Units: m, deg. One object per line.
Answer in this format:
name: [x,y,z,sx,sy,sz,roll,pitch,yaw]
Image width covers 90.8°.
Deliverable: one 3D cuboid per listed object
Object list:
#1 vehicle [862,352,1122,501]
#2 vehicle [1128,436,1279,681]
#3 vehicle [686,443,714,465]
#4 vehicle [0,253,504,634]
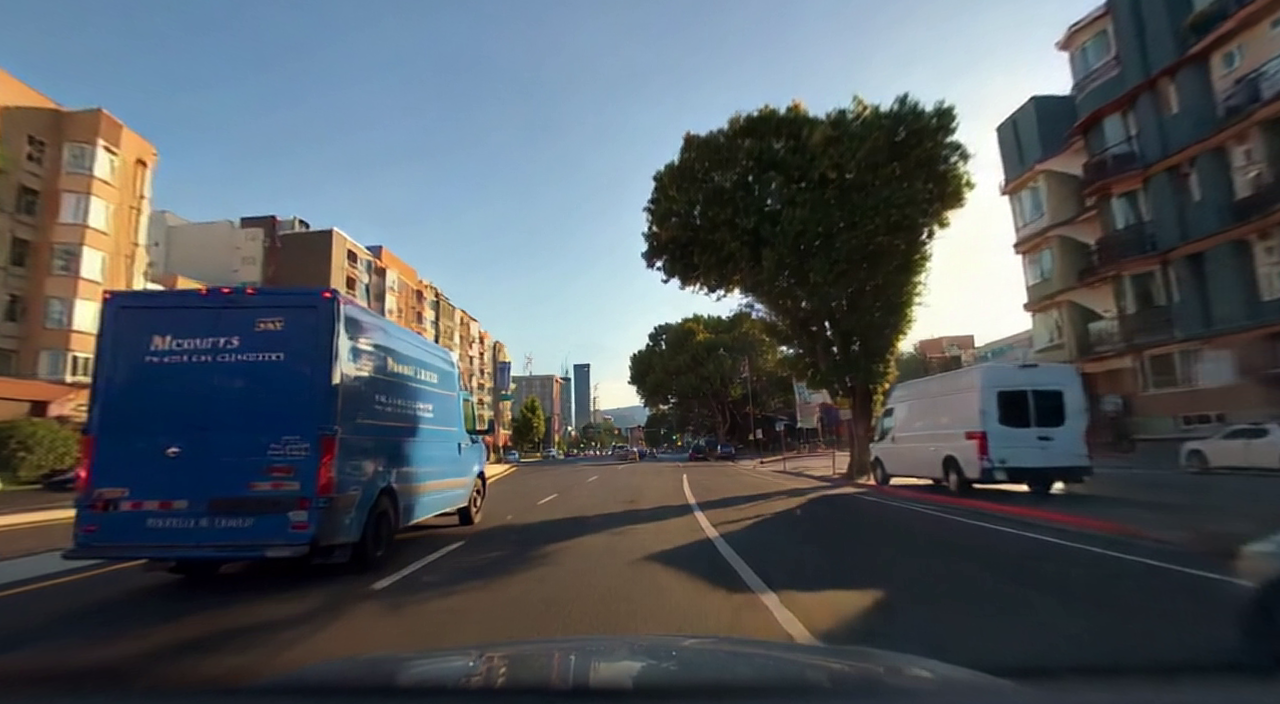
vehicle: [8.962,2.156,17.570,2.882,3.208,7.609,-1,-8,1]
vehicle: [4.856,1.011,2.323,2.127,1.439,5.034,0,-8,0]
vehicle: [4.519,7.737,48.117,1.878,1.534,4.120,-1,-8,1]
vehicle: [-4.100,1.208,8.743,2.763,2.974,7.562,0,-8,0]
